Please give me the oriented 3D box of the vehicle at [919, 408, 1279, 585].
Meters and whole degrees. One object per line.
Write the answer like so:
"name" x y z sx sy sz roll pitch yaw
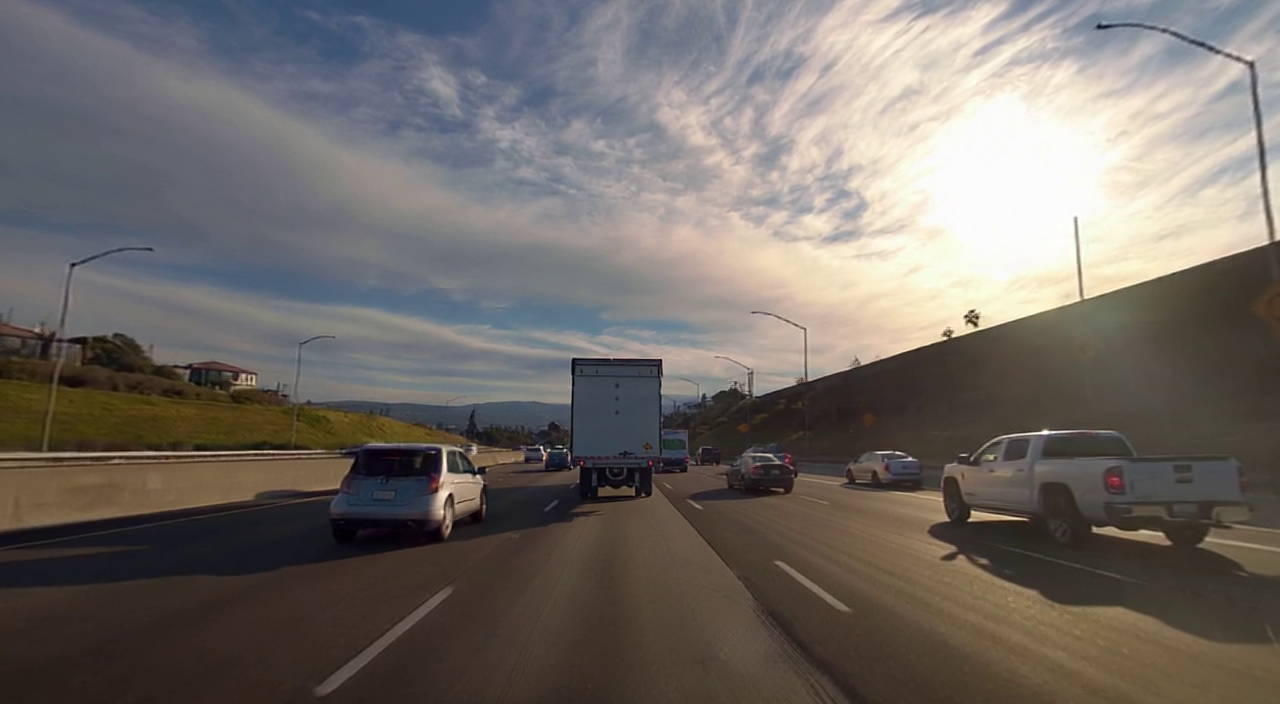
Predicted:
"vehicle" 6.234 1.813 8.860 2.188 1.731 5.031 0 -9 -2

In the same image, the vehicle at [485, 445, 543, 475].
"vehicle" -6.700 5.786 34.154 1.973 1.471 4.779 -1 -9 3

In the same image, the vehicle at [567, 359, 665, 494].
"vehicle" -0.756 3.018 24.304 2.906 4.040 10.743 0 -9 0

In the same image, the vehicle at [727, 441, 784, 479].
"vehicle" 6.147 5.796 34.209 2.070 1.888 4.546 0 -9 -3

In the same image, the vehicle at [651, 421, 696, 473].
"vehicle" 2.347 7.135 47.610 2.669 3.491 8.645 0 -9 -1

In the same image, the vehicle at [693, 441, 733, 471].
"vehicle" 5.583 8.030 49.015 2.297 2.116 5.052 0 -9 -3

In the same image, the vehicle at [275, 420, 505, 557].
"vehicle" -3.488 1.980 9.822 1.946 1.641 4.105 0 -9 -1
